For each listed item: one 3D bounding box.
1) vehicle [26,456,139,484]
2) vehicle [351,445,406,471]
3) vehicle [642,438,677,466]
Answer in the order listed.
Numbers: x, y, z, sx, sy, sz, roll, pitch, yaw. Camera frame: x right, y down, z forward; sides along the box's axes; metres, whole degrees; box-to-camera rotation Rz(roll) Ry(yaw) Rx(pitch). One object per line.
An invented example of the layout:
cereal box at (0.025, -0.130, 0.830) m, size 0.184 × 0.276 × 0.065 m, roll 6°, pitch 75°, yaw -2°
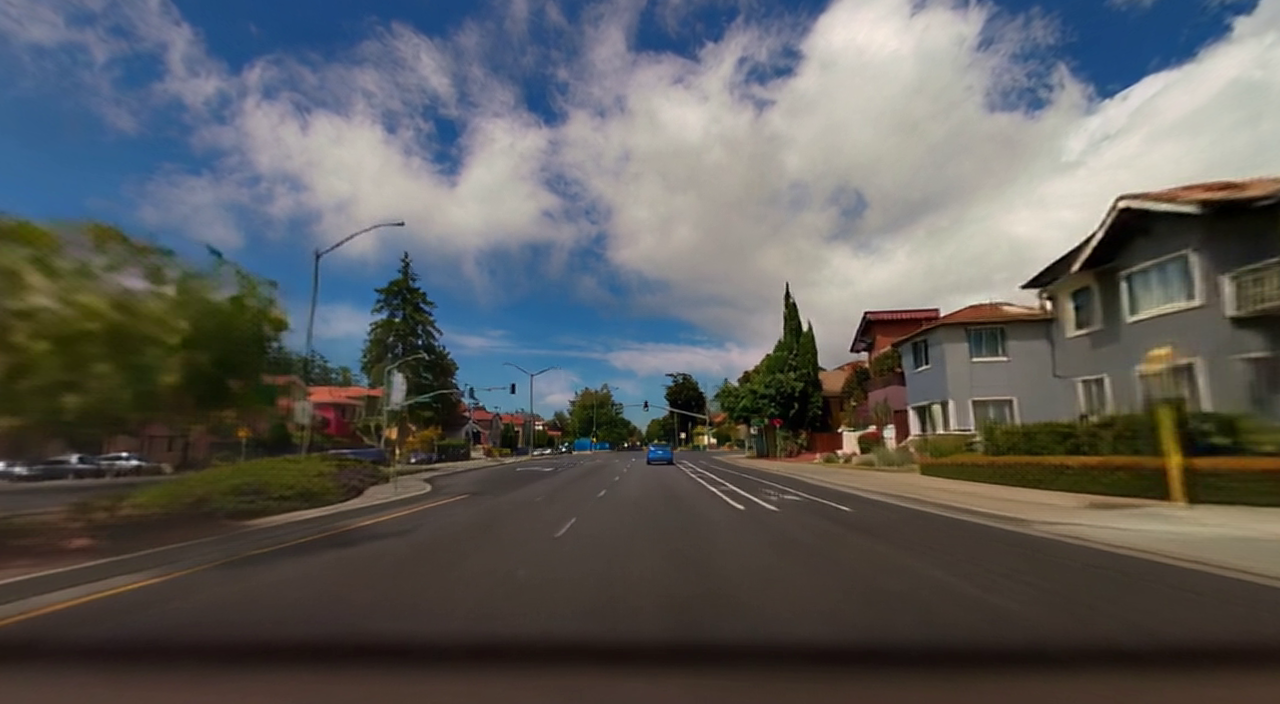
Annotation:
vehicle at (-32.734, 6.908, 37.263) m, size 2.057 × 1.447 × 4.433 m, roll -4°, pitch -9°, yaw 21°
vehicle at (-19.102, 7.782, 46.431) m, size 1.963 × 1.782 × 4.520 m, roll 0°, pitch -9°, yaw 2°
vehicle at (1.352, 7.156, 45.463) m, size 2.273 × 1.851 × 5.075 m, roll 0°, pitch -9°, yaw -1°
